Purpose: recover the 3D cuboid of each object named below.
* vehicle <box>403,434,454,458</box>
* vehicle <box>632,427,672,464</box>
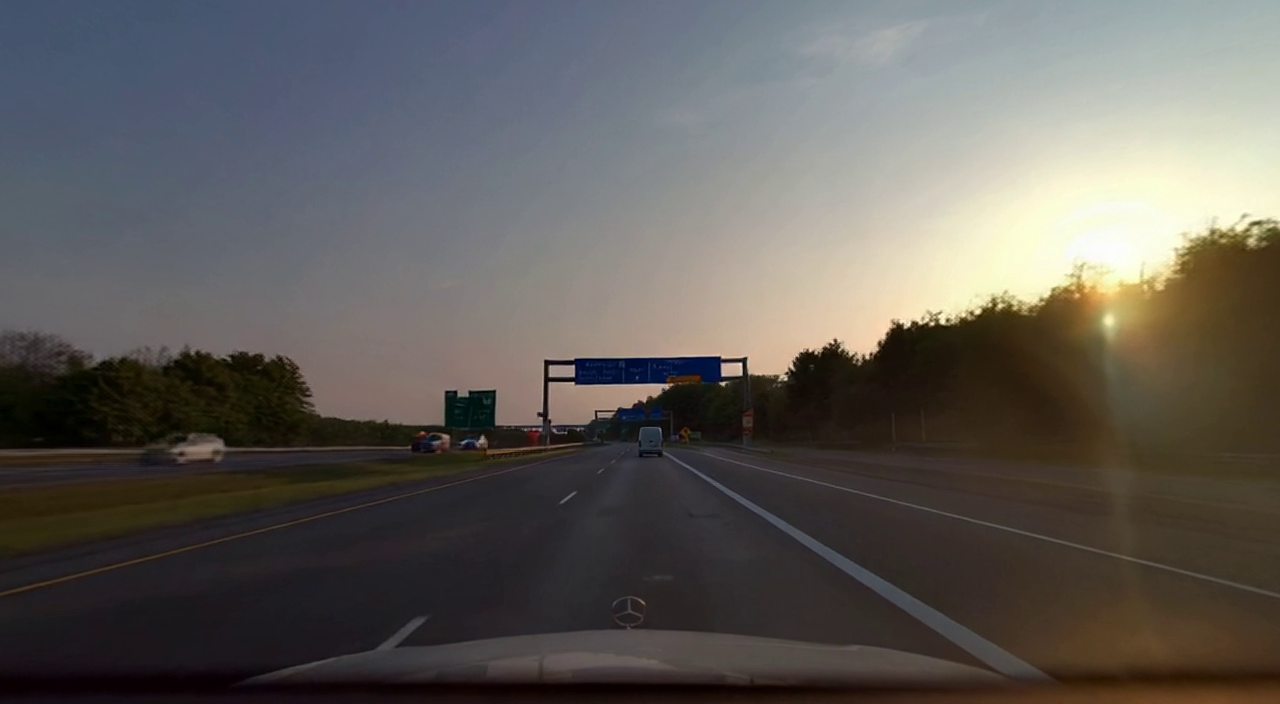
[{"bbox_3d":[-16.087,7.200,48.152,1.994,1.747,4.842,0,-8,2],"label":"vehicle"},{"bbox_3d":[0.717,5.813,39.058,2.277,2.109,4.922,0,-8,0],"label":"vehicle"}]
